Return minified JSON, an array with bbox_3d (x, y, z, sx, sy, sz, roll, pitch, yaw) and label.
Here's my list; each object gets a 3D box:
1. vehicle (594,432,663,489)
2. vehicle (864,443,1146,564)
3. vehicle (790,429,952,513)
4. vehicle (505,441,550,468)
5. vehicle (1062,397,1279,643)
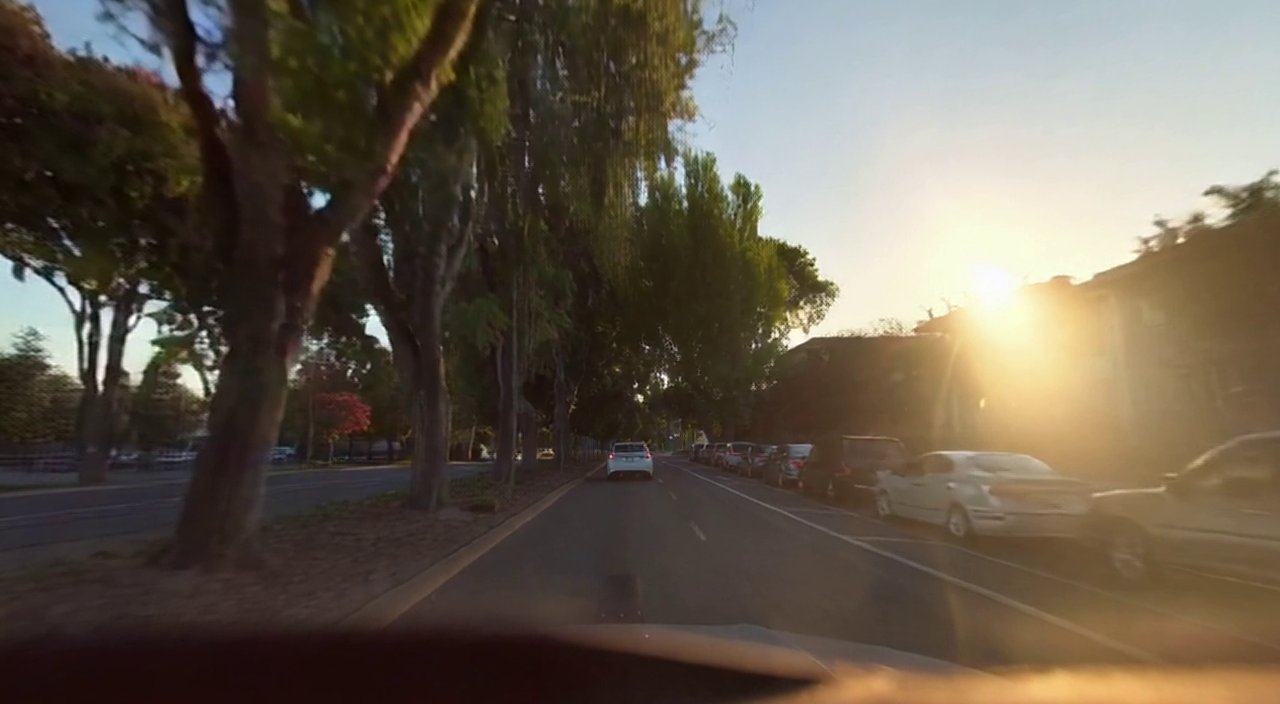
[{"bbox_3d":[-0.388,3.555,20.961,2.070,1.698,3.925,0,-8,-1],"label":"vehicle"},{"bbox_3d":[5.348,2.222,10.078,2.005,1.499,4.108,0,-8,0],"label":"vehicle"},{"bbox_3d":[5.674,2.986,16.381,2.233,1.811,4.922,0,-8,-1],"label":"vehicle"},{"bbox_3d":[-6.556,6.004,37.163,2.105,1.474,4.808,1,-8,-4],"label":"vehicle"},{"bbox_3d":[5.890,1.263,4.672,1.994,1.853,4.924,0,-8,-2],"label":"vehicle"}]
